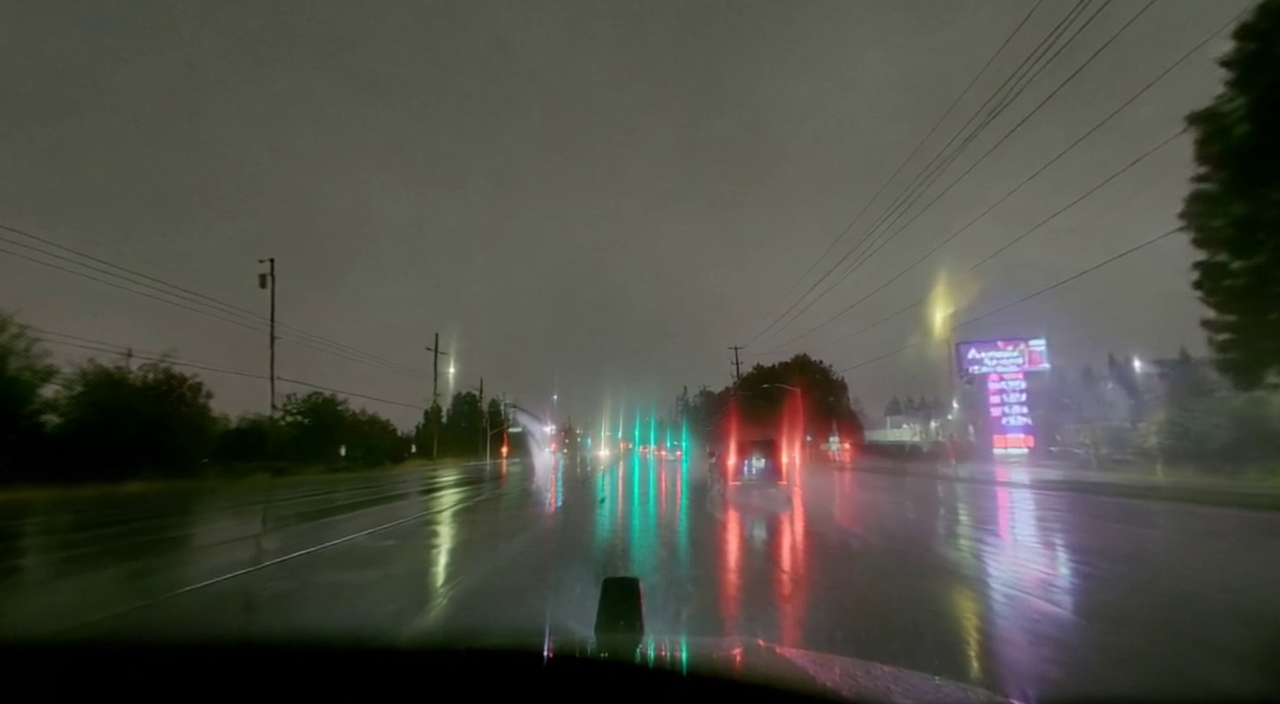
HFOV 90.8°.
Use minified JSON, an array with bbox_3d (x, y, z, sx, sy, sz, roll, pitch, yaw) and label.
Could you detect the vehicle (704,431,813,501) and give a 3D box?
[{"bbox_3d":[3.077,3.051,17.317,2.078,1.668,4.078,0,-8,-2],"label":"vehicle"}]
